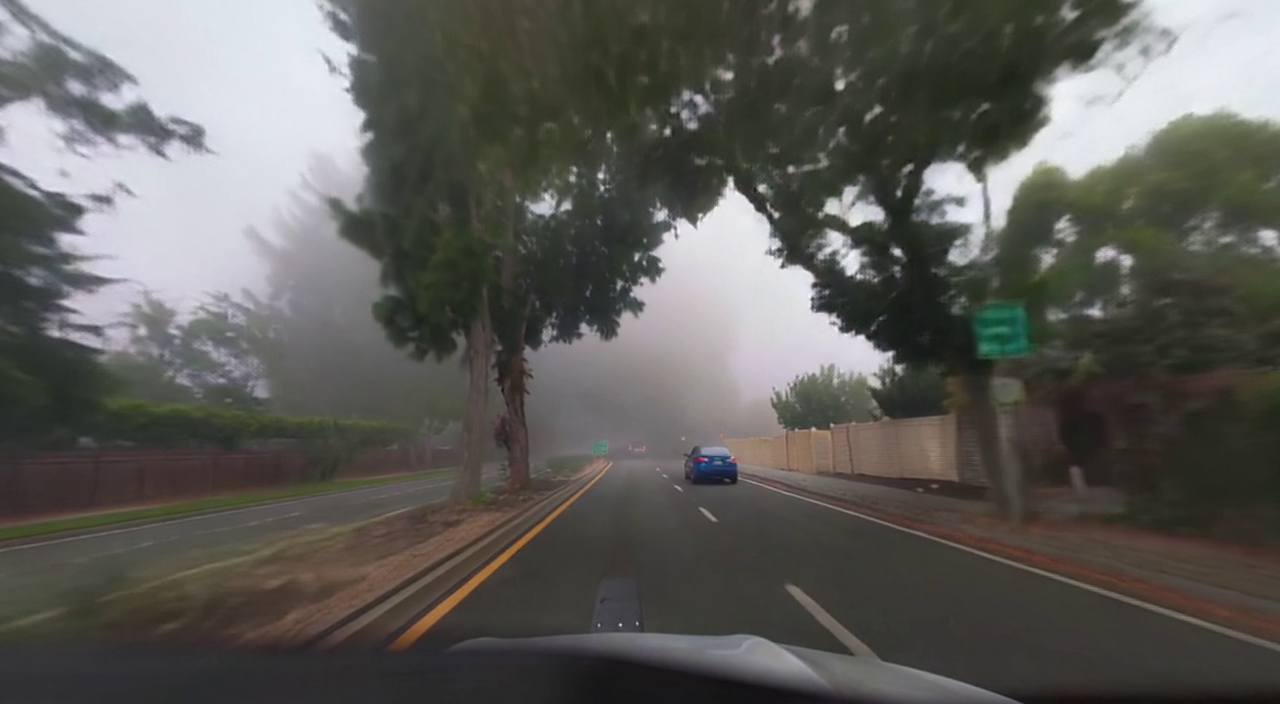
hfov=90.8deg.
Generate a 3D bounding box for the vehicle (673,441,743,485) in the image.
[{"bbox_3d":[2.386,4.019,23.198,1.991,1.476,4.153,0,-9,-2],"label":"vehicle"}]
